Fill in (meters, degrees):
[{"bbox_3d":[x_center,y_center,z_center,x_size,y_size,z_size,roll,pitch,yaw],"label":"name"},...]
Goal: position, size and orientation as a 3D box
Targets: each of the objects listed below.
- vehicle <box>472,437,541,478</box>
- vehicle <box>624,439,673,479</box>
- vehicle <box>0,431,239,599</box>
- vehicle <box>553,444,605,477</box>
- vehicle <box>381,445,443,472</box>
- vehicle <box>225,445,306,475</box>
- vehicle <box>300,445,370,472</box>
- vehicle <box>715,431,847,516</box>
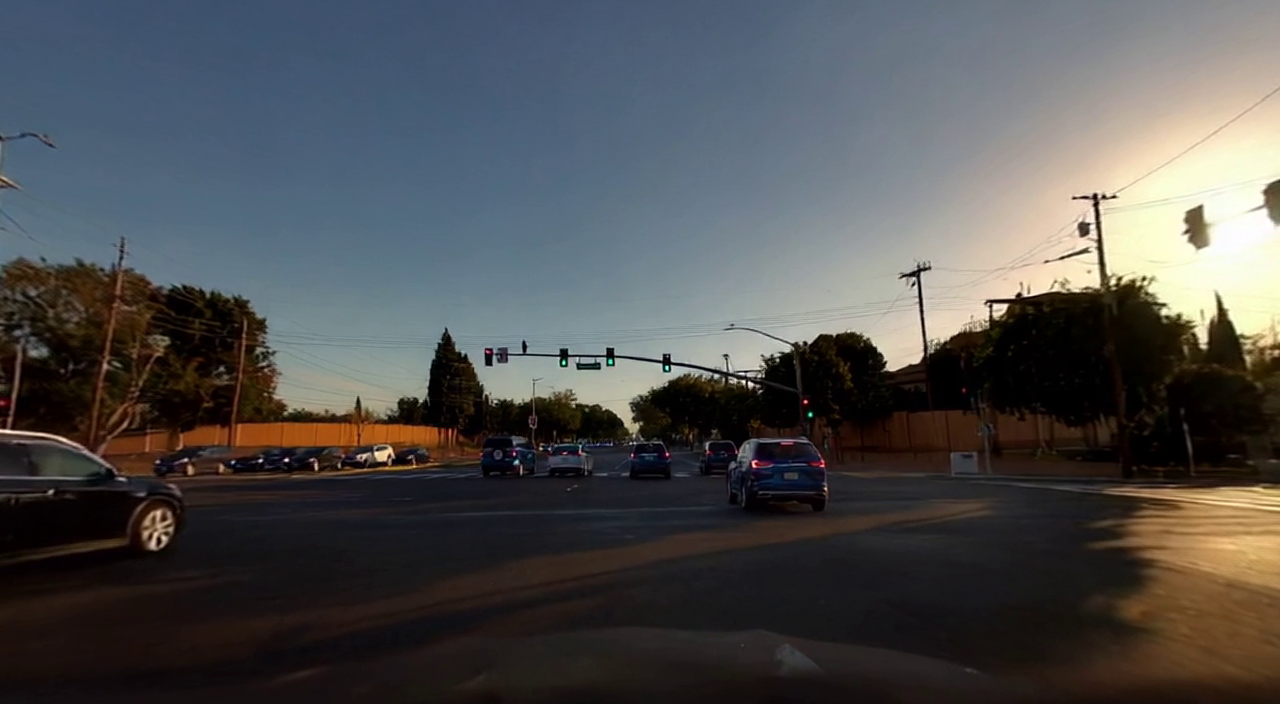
[{"bbox_3d":[-6.325,5.046,30.555,2.116,1.812,4.609,0,-9,3],"label":"vehicle"},{"bbox_3d":[0.448,4.961,29.543,2.111,1.712,4.078,0,-9,2],"label":"vehicle"},{"bbox_3d":[-6.588,1.569,6.449,1.930,1.468,4.560,0,-9,1],"label":"vehicle"},{"bbox_3d":[-2.875,5.240,30.665,1.881,1.466,4.484,0,-9,3],"label":"vehicle"},{"bbox_3d":[-14.764,6.896,41.230,2.129,1.554,4.627,-2,-8,3],"label":"vehicle"},{"bbox_3d":[-21.421,6.173,36.313,1.891,1.577,4.238,0,-9,3],"label":"vehicle"},{"bbox_3d":[-18.137,6.356,37.813,1.994,1.496,4.211,0,-9,2],"label":"vehicle"},{"bbox_3d":[3.055,2.755,14.793,2.034,1.655,4.465,0,-9,0],"label":"vehicle"}]
